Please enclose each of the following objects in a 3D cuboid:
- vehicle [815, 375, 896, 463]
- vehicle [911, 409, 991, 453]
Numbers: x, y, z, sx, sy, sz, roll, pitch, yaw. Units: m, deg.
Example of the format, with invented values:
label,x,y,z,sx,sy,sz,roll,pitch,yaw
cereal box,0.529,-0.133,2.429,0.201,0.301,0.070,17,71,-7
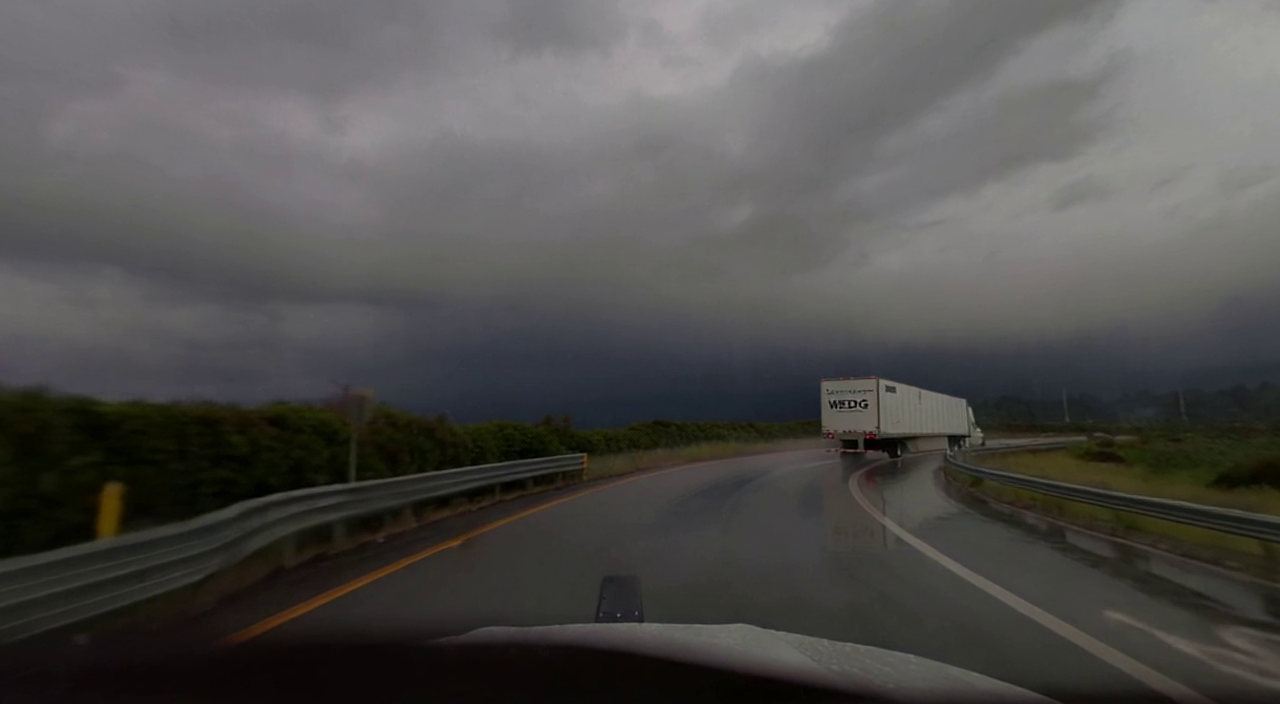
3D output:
label,x,y,z,sx,sy,sz,roll,pitch,yaw
vehicle,10.018,3.142,29.085,2.963,3.771,3.137,-4,-9,27
vehicle,19.616,4.994,39.441,6.650,2.524,2.120,7,-11,-42
